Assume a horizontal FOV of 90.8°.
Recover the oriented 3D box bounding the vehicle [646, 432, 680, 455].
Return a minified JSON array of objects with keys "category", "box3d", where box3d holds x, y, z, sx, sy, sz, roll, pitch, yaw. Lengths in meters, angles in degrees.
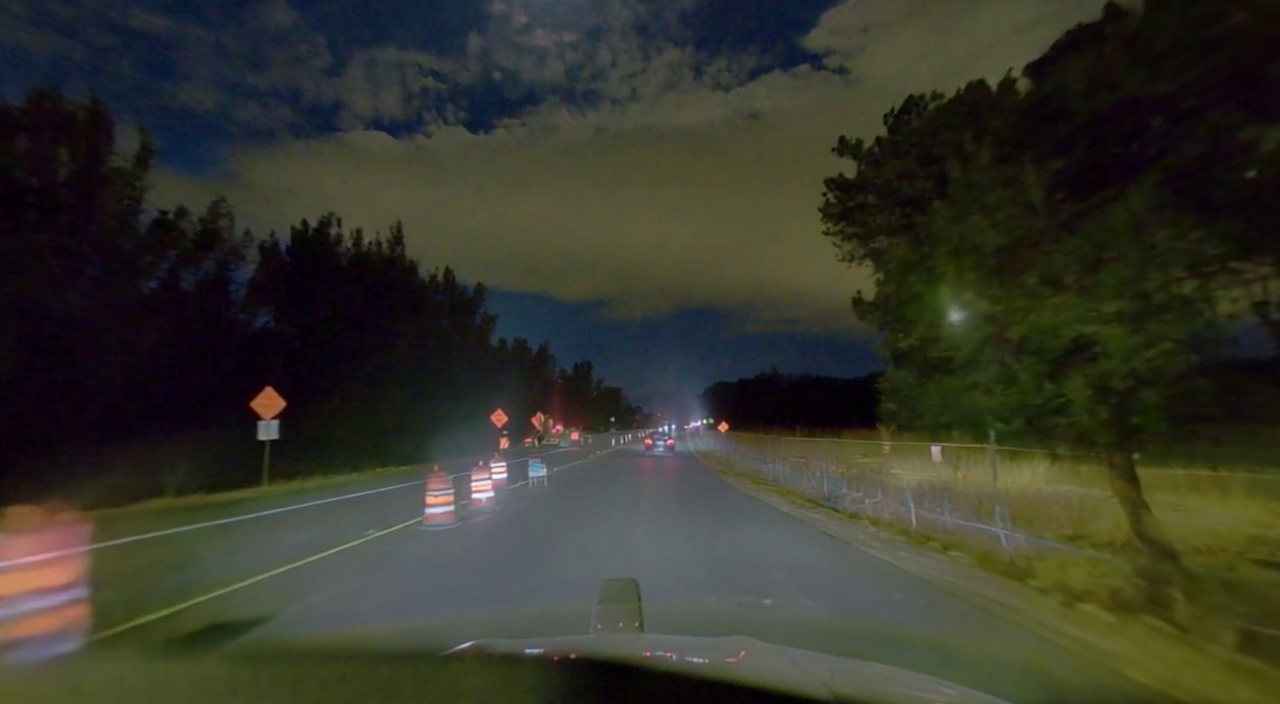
[{"category":"vehicle","box3d":[1.577,6.246,43.141,2.172,1.486,3.581,-1,-8,2]}]
